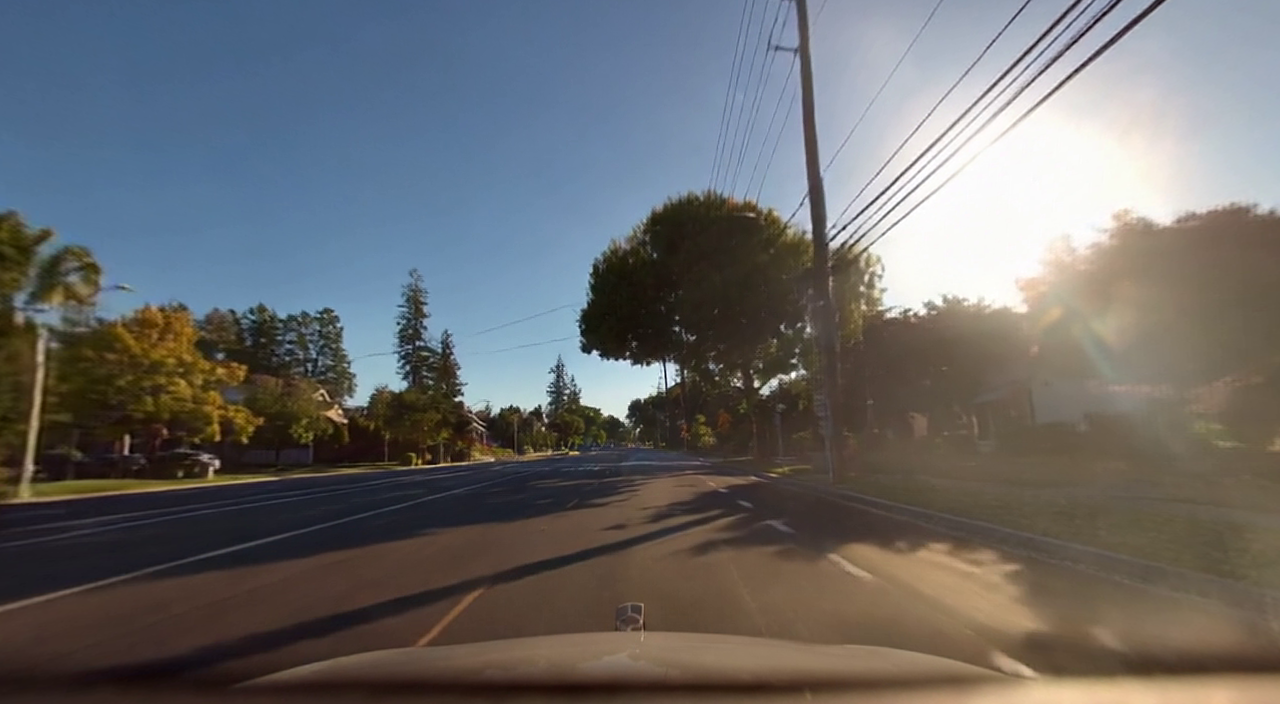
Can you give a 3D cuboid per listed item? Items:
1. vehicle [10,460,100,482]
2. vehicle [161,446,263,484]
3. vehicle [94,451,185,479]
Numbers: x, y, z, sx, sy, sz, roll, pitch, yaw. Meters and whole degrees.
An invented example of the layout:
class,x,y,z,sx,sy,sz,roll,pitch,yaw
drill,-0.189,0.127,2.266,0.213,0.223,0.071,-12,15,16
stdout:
class,x,y,z,sx,sy,sz,roll,pitch,yaw
vehicle,-42.635,8.680,46.053,4.454,1.443,1.736,2,-8,-12
vehicle,-24.127,6.328,35.544,5.246,1.961,2.280,-4,-9,25
vehicle,-37.448,8.419,47.293,4.728,1.955,2.198,2,-8,-12
